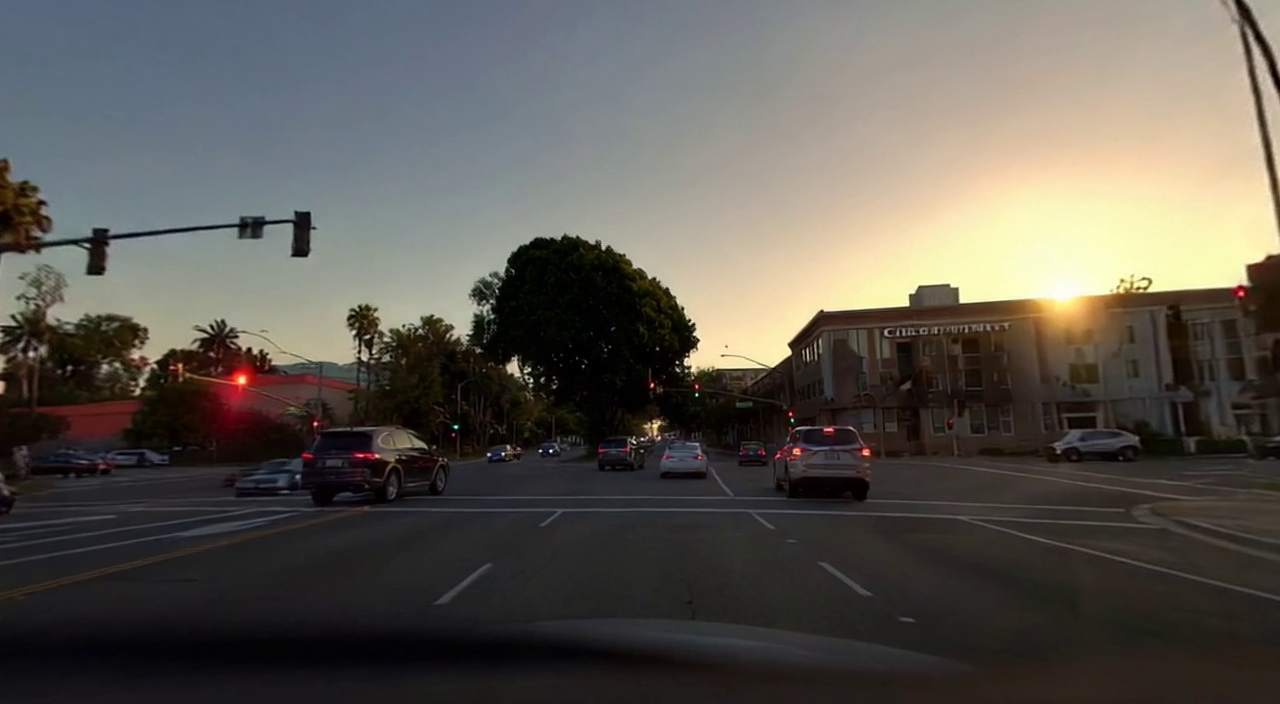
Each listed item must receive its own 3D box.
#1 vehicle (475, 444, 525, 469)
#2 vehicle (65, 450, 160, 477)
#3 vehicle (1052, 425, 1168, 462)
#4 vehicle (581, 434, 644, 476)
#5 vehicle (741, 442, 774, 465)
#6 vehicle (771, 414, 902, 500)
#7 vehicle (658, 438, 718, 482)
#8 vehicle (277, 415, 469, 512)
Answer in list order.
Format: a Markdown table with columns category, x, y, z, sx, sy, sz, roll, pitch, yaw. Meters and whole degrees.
| category | x | y | z | sx | sy | sz | roll | pitch | yaw |
| --- | --- | --- | --- | --- | --- | --- | --- | --- | --- |
| vehicle | -9.852 | 7.278 | 44.193 | 2.041 | 1.660 | 4.371 | 5 | -10 | -31 |
| vehicle | -34.797 | 7.339 | 41.695 | 4.942 | 1.602 | 2.111 | -2 | -8 | 13 |
| vehicle | 25.729 | 5.053 | 34.753 | 4.557 | 1.848 | 2.008 | -2 | -9 | 8 |
| vehicle | -1.146 | 4.670 | 28.796 | 2.088 | 1.746 | 4.650 | -1 | -8 | 8 |
| vehicle | 8.414 | 7.259 | 45.411 | 2.149 | 1.532 | 4.168 | -2 | -8 | 8 |
| vehicle | 5.029 | 2.790 | 17.108 | 2.267 | 1.931 | 5.145 | -1 | -8 | 5 |
| vehicle | 1.868 | 4.034 | 23.917 | 2.057 | 1.492 | 3.825 | -1 | -8 | 6 |
| vehicle | -5.883 | 2.529 | 14.746 | 2.127 | 1.888 | 4.637 | -1 | -8 | 5 |
